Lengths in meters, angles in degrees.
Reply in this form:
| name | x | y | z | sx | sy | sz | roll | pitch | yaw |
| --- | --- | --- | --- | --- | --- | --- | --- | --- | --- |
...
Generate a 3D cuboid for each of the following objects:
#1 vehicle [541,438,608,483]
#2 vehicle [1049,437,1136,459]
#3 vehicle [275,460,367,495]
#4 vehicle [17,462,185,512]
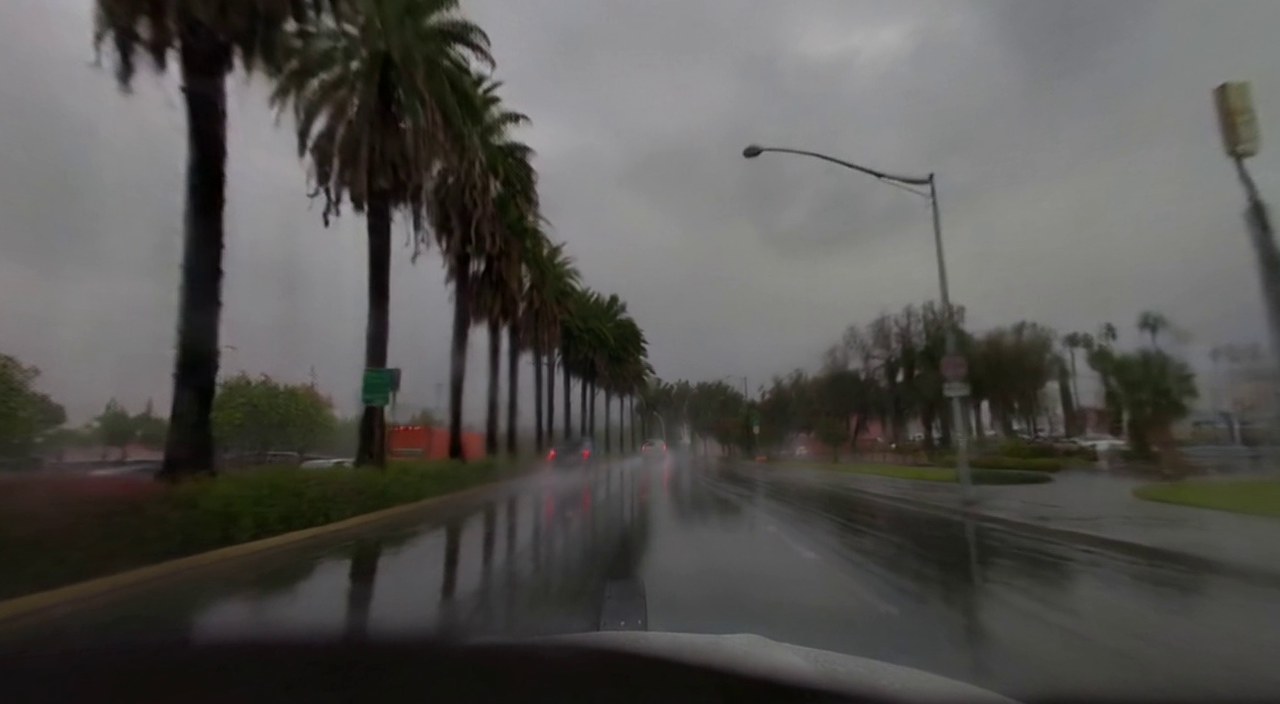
| name | x | y | z | sx | sy | sz | roll | pitch | yaw |
| --- | --- | --- | --- | --- | --- | --- | --- | --- | --- |
| vehicle | -2.797 | 4.803 | 28.016 | 2.188 | 1.819 | 4.667 | -1 | -9 | 4 |
| vehicle | 32.806 | 7.000 | 45.629 | 4.637 | 1.545 | 1.925 | -3 | -9 | 19 |
| vehicle | -15.999 | 6.302 | 31.789 | 2.255 | 1.551 | 4.298 | 0 | -9 | 2 |
| vehicle | -19.769 | 4.938 | 23.385 | 1.955 | 1.514 | 4.685 | 0 | -9 | 2 |
